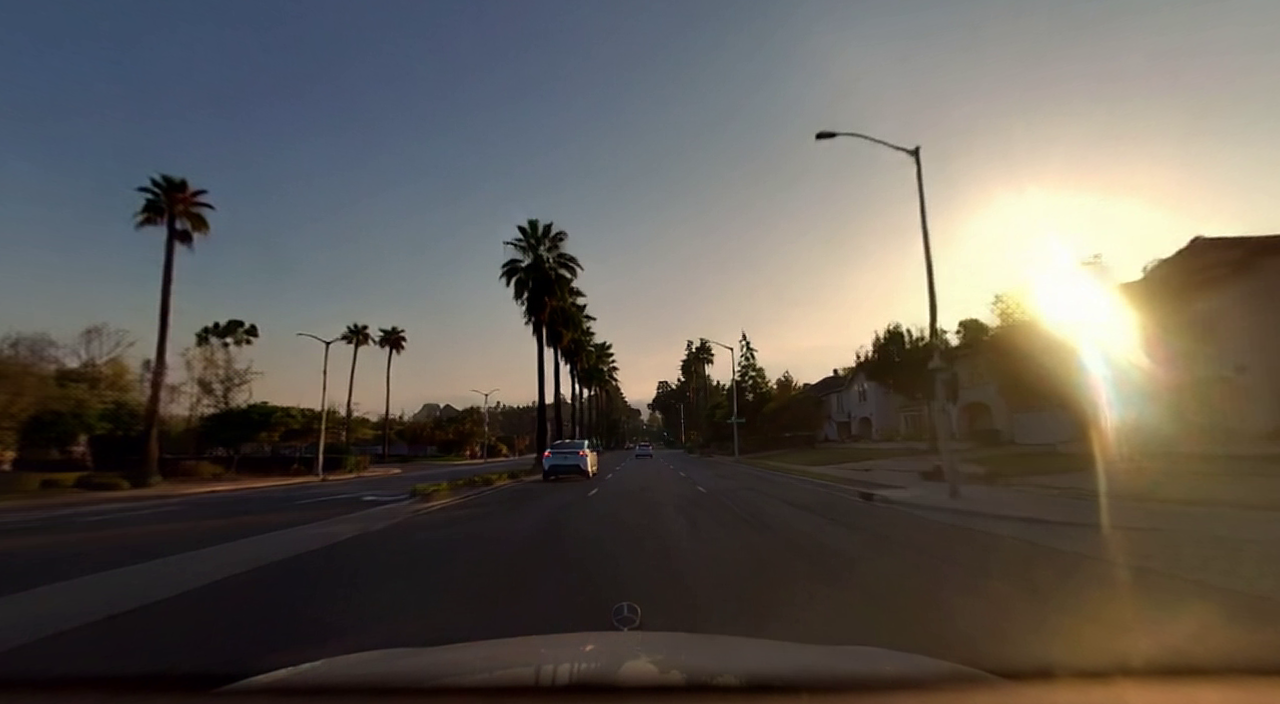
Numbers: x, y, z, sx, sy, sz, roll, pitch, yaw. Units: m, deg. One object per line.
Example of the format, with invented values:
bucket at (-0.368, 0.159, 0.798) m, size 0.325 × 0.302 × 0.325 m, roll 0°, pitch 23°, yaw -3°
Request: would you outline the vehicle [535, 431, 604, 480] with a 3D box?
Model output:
vehicle at (-3.020, 4.620, 28.359) m, size 2.370 × 1.968 × 5.698 m, roll 0°, pitch -9°, yaw 0°
